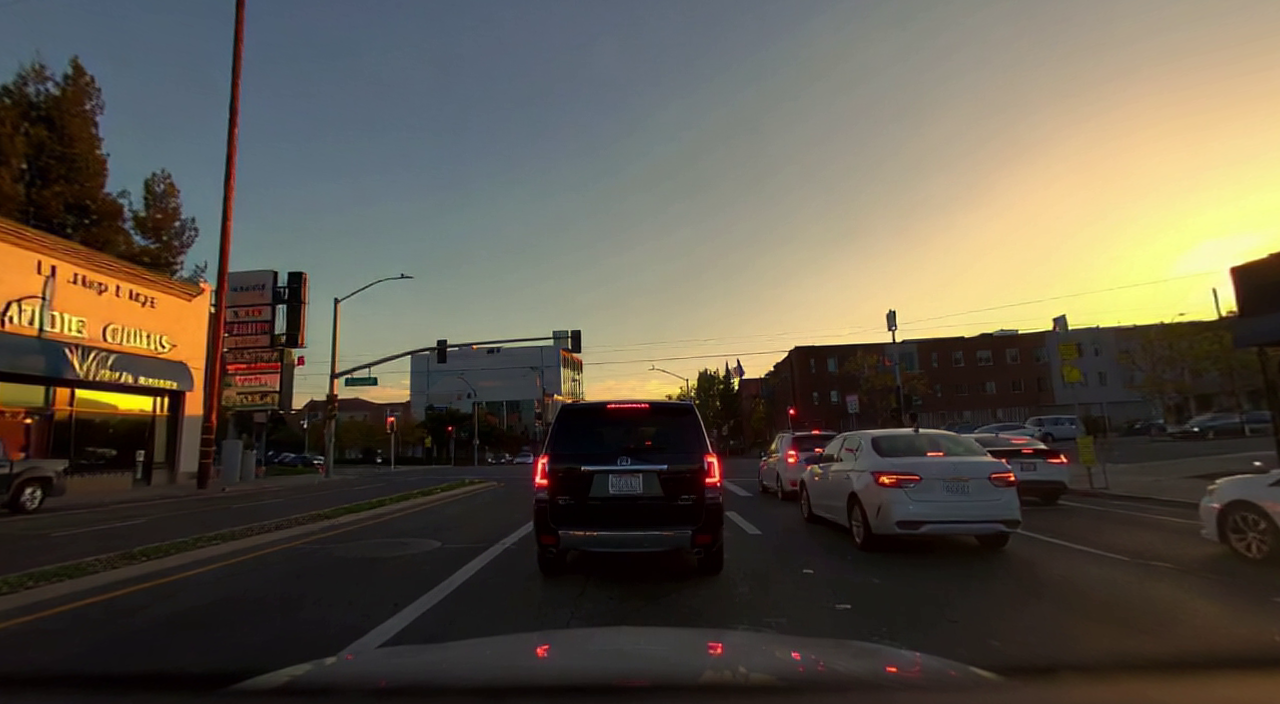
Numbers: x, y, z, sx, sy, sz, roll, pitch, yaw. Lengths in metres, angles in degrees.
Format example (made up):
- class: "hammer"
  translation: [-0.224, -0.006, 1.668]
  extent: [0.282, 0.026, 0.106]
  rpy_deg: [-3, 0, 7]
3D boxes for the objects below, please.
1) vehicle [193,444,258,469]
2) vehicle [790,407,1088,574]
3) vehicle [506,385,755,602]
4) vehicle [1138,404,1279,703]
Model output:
- class: "vehicle"
  translation: [-27.424, 6.880, 41.866]
  extent: [1.693, 1.563, 3.716]
  rpy_deg: [0, -8, 0]
- class: "vehicle"
  translation: [3.626, 1.758, 8.787]
  extent: [2.036, 1.719, 4.318]
  rpy_deg: [0, -8, 0]
- class: "vehicle"
  translation: [0.001, 1.533, 7.686]
  extent: [2.154, 1.861, 4.280]
  rpy_deg: [0, -8, 3]
- class: "vehicle"
  translation: [3.370, 0.702, 0.749]
  extent: [1.884, 1.484, 4.609]
  rpy_deg: [0, -8, 2]
